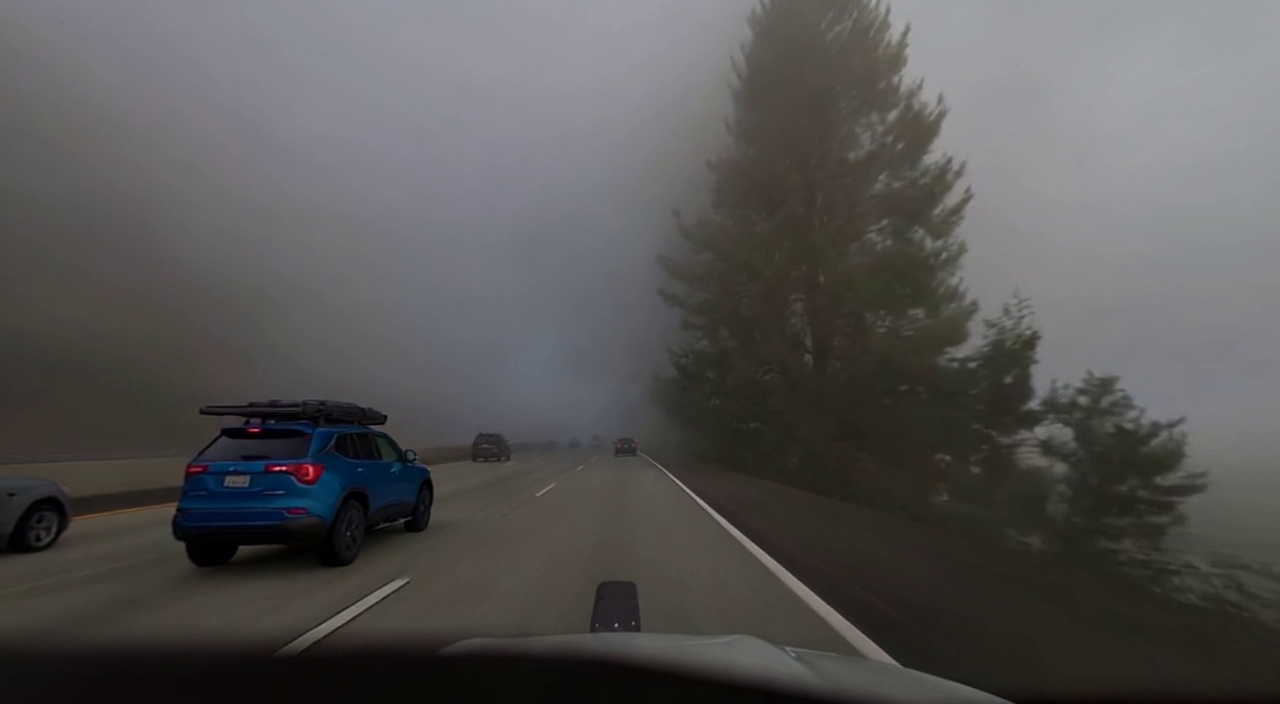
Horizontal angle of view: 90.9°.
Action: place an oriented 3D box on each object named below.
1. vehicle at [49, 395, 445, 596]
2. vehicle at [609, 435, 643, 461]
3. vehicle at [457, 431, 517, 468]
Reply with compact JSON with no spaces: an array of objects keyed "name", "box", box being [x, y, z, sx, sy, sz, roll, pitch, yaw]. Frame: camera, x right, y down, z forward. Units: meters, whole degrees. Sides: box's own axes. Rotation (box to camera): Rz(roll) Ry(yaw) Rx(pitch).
[{"name":"vehicle","box":[-4.200,1.574,7.964,2.069,1.748,4.652,0,-8,-1]},{"name":"vehicle","box":[-0.925,6.354,42.030,2.178,1.658,3.916,0,-8,-1]},{"name":"vehicle","box":[-7.848,5.016,32.736,1.964,1.745,4.338,0,-8,1]}]
